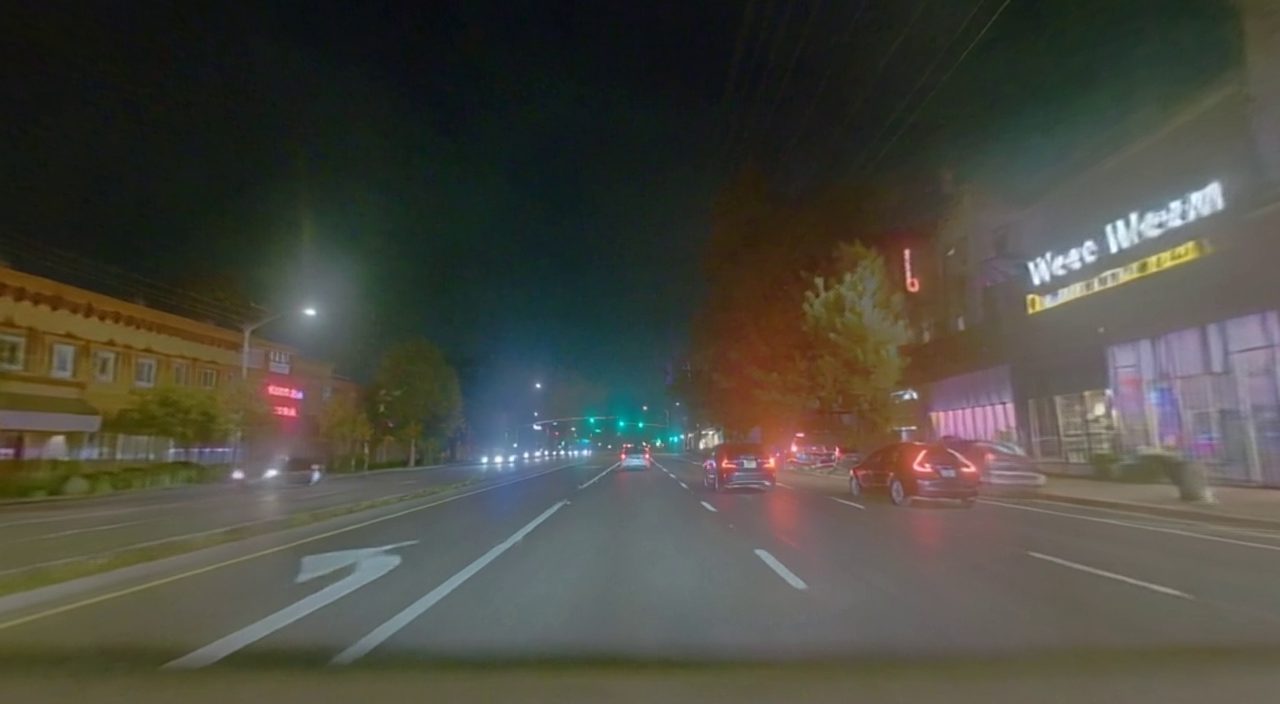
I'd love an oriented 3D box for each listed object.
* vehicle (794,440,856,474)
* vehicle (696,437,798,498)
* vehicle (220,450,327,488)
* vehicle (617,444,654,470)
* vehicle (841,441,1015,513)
[{"bbox_3d":[10.536,6.001,36.353,2.079,1.798,4.979,0,-8,1],"label":"vehicle"},{"bbox_3d":[2.970,3.320,18.644,2.072,1.545,4.578,0,-8,-2],"label":"vehicle"},{"bbox_3d":[-15.931,5.091,27.791,1.921,1.480,4.577,0,-8,0],"label":"vehicle"},{"bbox_3d":[-0.261,6.141,37.180,2.052,1.461,4.324,0,-8,0],"label":"vehicle"},{"bbox_3d":[6.619,2.899,15.230,1.952,1.449,4.544,0,-8,-1],"label":"vehicle"}]
